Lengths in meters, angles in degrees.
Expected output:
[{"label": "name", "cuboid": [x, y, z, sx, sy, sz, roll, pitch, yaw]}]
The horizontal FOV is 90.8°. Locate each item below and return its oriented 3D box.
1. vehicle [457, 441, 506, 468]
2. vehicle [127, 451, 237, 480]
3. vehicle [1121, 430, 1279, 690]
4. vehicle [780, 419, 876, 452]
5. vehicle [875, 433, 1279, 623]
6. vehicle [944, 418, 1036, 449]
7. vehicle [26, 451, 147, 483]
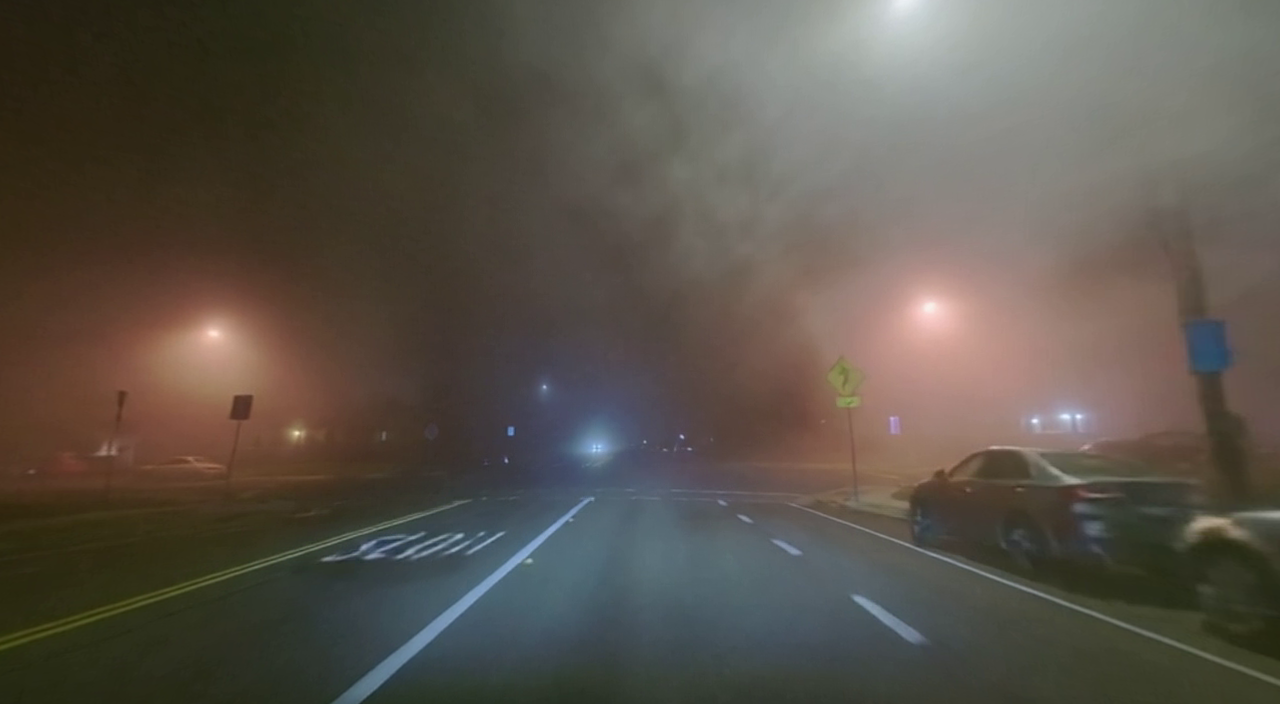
[{"label": "vehicle", "cuboid": [-10.792, 7.018, 43.377, 2.037, 1.755, 4.434, 0, -8, 2]}, {"label": "vehicle", "cuboid": [-24.374, 6.054, 33.747, 4.197, 1.431, 2.165, 0, -9, 0]}, {"label": "vehicle", "cuboid": [4.728, 1.030, 2.523, 2.196, 1.472, 4.426, 0, -8, 2]}, {"label": "vehicle", "cuboid": [13.717, 6.222, 46.304, 6.244, 2.050, 2.209, -9, -13, 37]}, {"label": "vehicle", "cuboid": [4.667, 1.729, 7.300, 2.052, 1.464, 4.525, 0, -9, -2]}, {"label": "vehicle", "cuboid": [23.188, 5.441, 41.993, 4.831, 2.013, 2.082, 0, -8, -1]}, {"label": "vehicle", "cuboid": [-29.419, 6.106, 33.678, 4.477, 1.469, 2.032, -1, -8, -1]}]
